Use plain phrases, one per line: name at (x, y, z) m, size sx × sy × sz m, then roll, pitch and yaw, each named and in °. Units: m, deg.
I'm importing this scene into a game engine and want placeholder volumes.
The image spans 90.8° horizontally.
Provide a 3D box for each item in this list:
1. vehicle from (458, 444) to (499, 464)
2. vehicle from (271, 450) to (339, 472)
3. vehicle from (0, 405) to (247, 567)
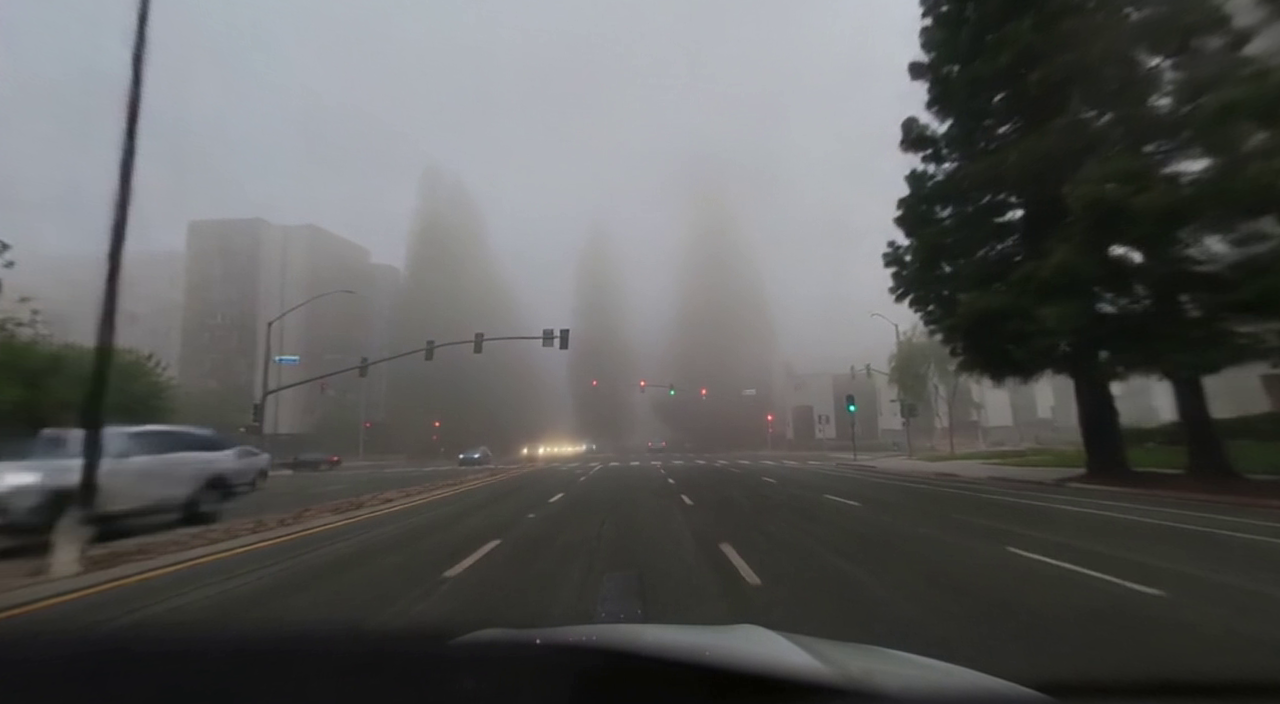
vehicle at (-12.133, 7.674, 47.744) m, size 1.952 × 1.478 × 4.521 m, roll 0°, pitch -8°, yaw 0°
vehicle at (-26.240, 8.515, 49.485) m, size 4.464 × 1.599 × 2.014 m, roll -2°, pitch -9°, yaw 15°
vehicle at (-8.449, 1.862, 9.467) m, size 2.131 × 1.836 × 4.670 m, roll 0°, pitch -8°, yaw -1°
